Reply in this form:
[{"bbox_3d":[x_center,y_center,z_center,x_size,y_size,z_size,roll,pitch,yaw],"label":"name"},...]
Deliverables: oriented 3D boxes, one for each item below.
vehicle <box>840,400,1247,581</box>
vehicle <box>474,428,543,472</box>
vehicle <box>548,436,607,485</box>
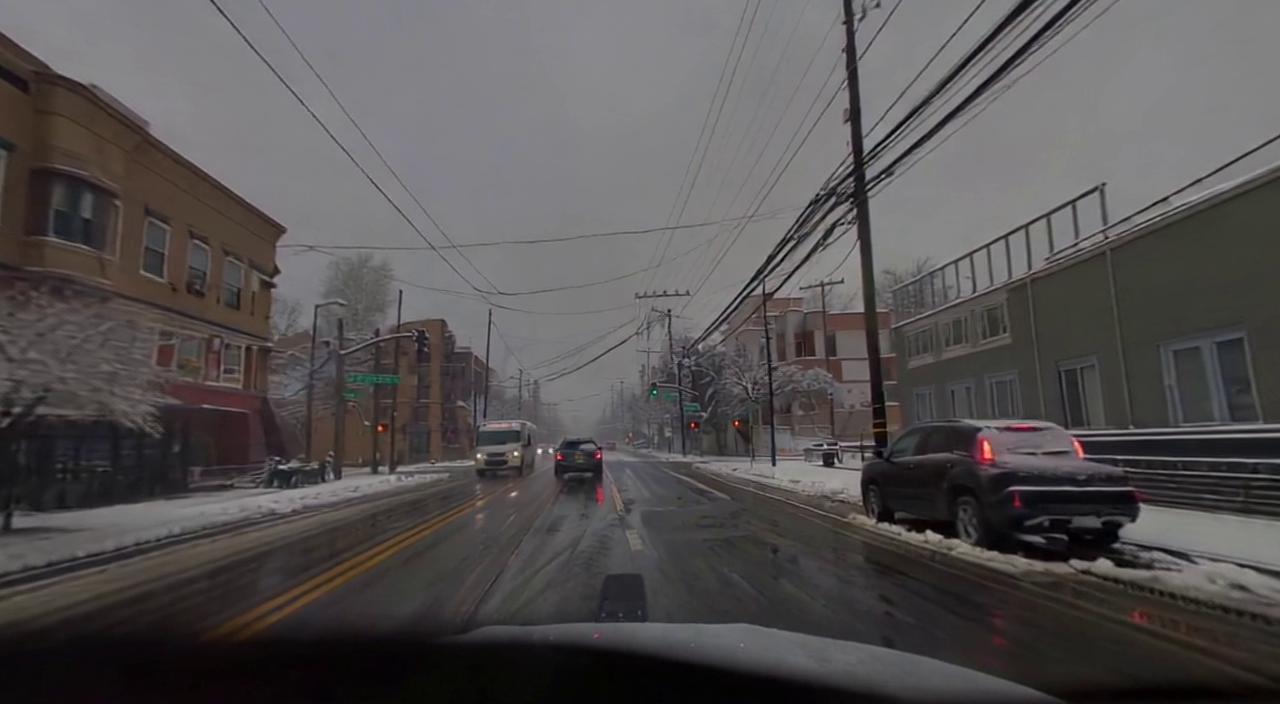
[{"bbox_3d":[5.276,1.895,9.688,2.197,1.917,5.637,0,-8,-4],"label":"vehicle"},{"bbox_3d":[-7.490,5.723,37.088,2.704,2.334,7.209,0,-8,-2],"label":"vehicle"},{"bbox_3d":[-2.246,3.995,23.557,1.980,1.635,3.795,0,-8,-3],"label":"vehicle"}]
